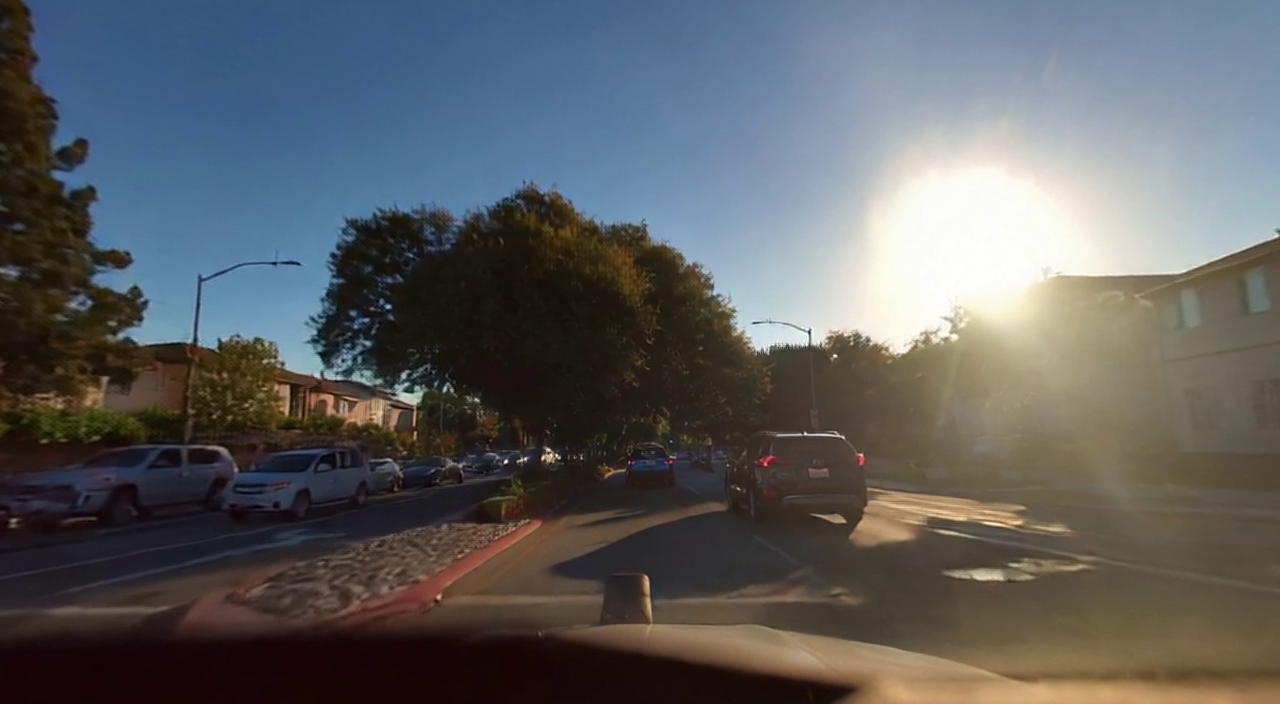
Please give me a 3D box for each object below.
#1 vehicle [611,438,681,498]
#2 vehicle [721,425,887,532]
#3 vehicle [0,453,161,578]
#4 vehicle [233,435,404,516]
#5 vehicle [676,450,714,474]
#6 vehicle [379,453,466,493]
[{"bbox_3d":[0.184,3.977,21.990,2.185,1.822,4.391,0,-9,0],"label":"vehicle"},{"bbox_3d":[3.083,2.507,13.025,2.166,1.799,4.372,0,-9,-1],"label":"vehicle"},{"bbox_3d":[-8.492,1.930,7.383,2.083,1.420,4.702,0,-9,0],"label":"vehicle"},{"bbox_3d":[-8.734,3.377,17.799,2.182,1.939,4.889,0,-9,1],"label":"vehicle"},{"bbox_3d":[3.638,7.380,42.616,2.096,1.489,4.757,0,-9,0],"label":"vehicle"},{"bbox_3d":[-8.779,4.913,25.890,1.923,1.433,4.450,-1,-9,1],"label":"vehicle"}]
